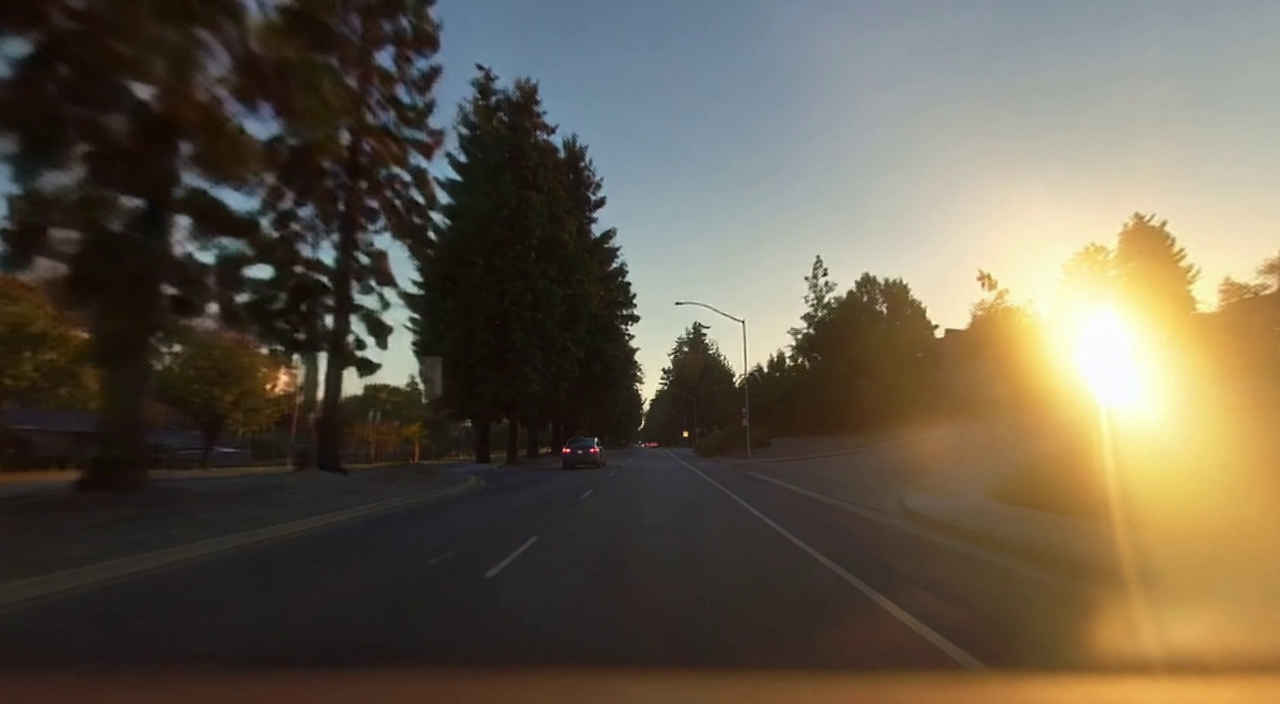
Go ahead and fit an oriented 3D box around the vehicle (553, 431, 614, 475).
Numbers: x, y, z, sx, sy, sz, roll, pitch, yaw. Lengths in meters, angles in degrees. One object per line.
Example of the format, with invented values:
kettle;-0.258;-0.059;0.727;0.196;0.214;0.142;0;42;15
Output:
vehicle;-2.275;4.229;26.604;2.016;1.694;4.335;0;-8;2
